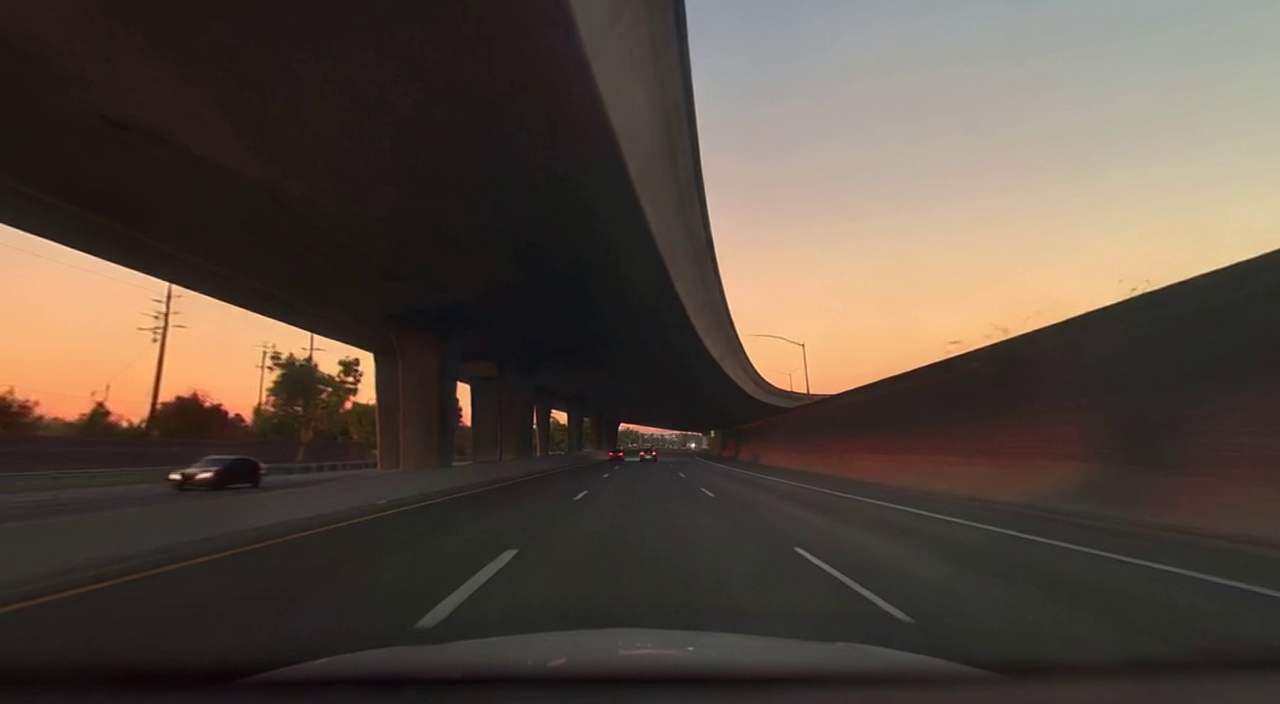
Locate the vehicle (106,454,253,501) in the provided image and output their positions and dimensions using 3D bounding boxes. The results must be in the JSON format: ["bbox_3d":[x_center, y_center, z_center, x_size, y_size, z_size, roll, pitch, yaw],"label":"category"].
[{"bbox_3d":[-16.838,4.577,23.349,1.924,1.472,4.644,0,-9,0],"label":"vehicle"}]

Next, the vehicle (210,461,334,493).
[{"bbox_3d":[-16.859,5.735,29.232,2.552,1.229,5.270,0,-9,1],"label":"vehicle"}]
